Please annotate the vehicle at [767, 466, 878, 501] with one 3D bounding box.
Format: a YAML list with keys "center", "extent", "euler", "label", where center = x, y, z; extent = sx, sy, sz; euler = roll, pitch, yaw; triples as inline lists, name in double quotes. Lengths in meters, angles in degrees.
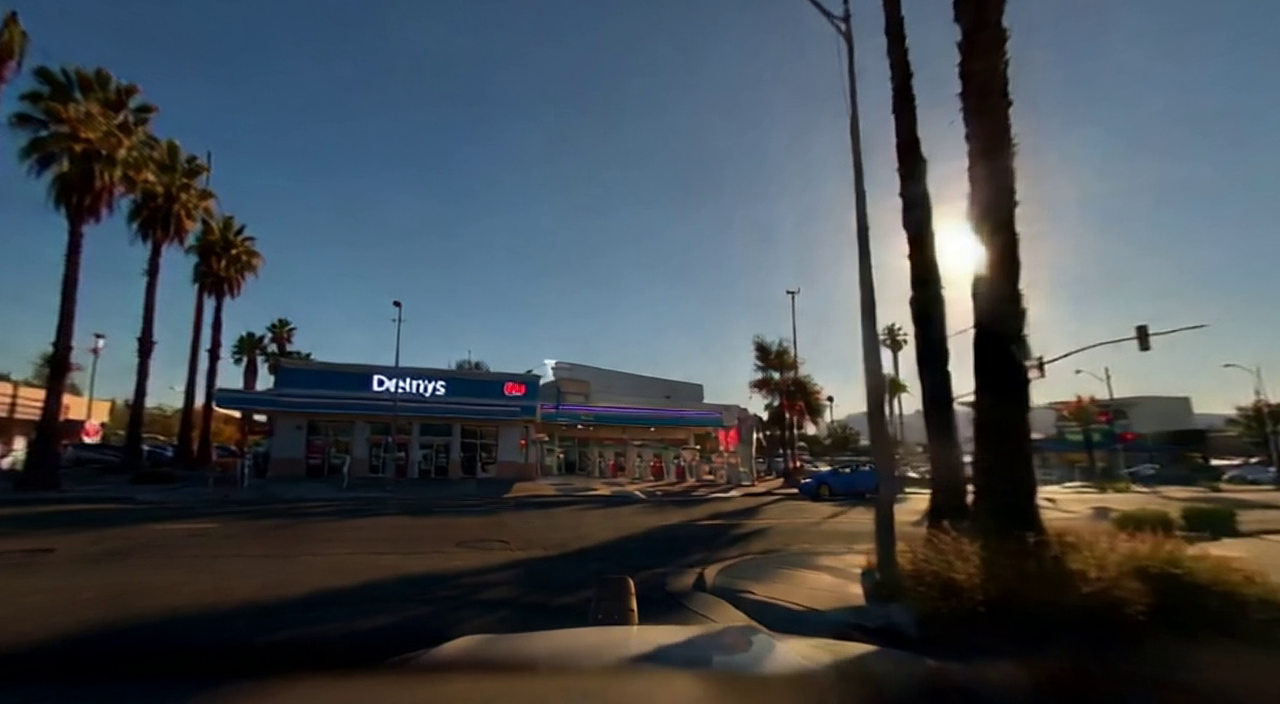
- center: [8.389, 6.029, 29.122]
  extent: [4.570, 1.480, 1.873]
  euler: [3, -9, -16]
  label: "vehicle"
